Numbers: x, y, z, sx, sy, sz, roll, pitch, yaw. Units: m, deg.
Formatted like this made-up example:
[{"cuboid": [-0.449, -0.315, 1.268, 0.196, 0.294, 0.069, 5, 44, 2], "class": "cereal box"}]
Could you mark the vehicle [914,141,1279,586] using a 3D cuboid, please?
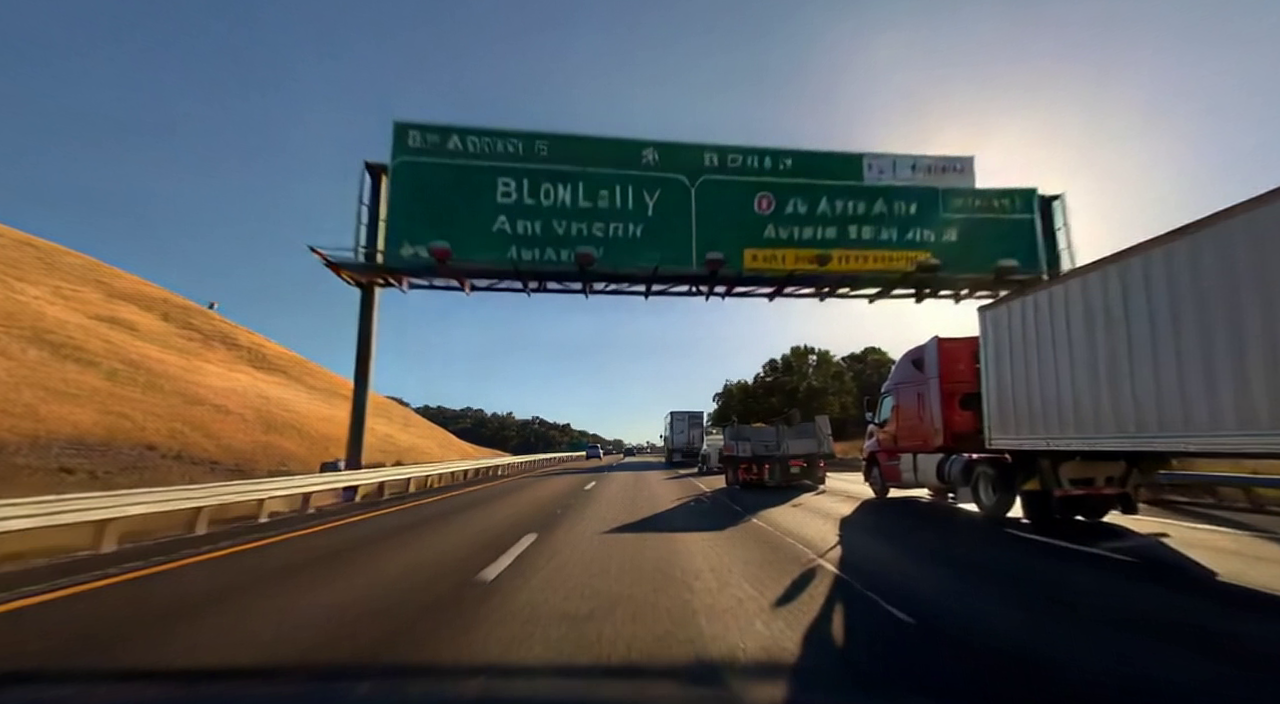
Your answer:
[{"cuboid": [7.570, 0.045, 5.609, 2.935, 4.187, 16.357, 0, -9, 0], "class": "vehicle"}]

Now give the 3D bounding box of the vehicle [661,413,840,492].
[{"cuboid": [3.303, 3.132, 19.885, 5.075, 2.277, 2.365, 0, -9, -3], "class": "vehicle"}]

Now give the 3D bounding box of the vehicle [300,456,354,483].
[{"cuboid": [-23.104, 8.665, 46.838, 1.897, 1.819, 4.093, 0, -9, 0], "class": "vehicle"}]
